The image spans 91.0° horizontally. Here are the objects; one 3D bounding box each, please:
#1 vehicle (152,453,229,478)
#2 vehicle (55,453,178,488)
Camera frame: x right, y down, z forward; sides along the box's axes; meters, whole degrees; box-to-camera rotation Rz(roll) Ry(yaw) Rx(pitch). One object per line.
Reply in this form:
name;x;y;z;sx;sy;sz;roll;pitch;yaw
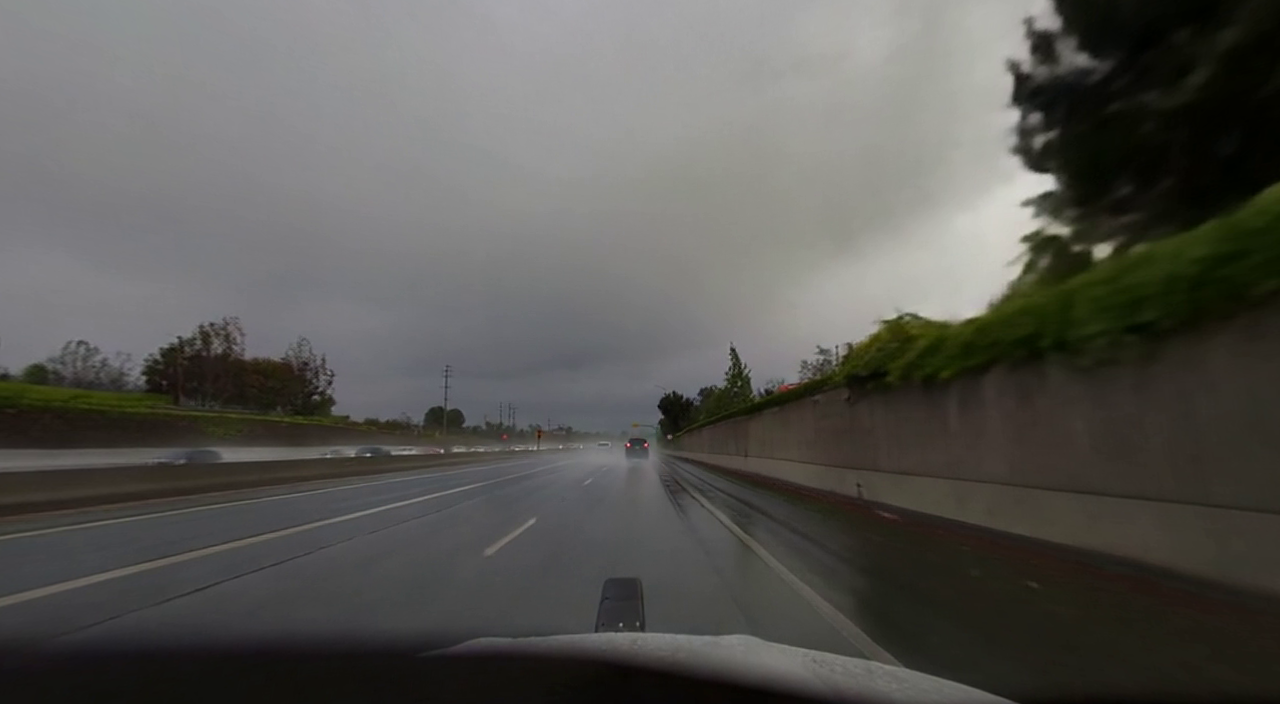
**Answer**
vehicle;-29.908;7.565;42.119;1.835;1.532;4.481;0;-9;0
vehicle;-26.033;5.882;31.561;2.033;1.555;4.737;0;-9;1
